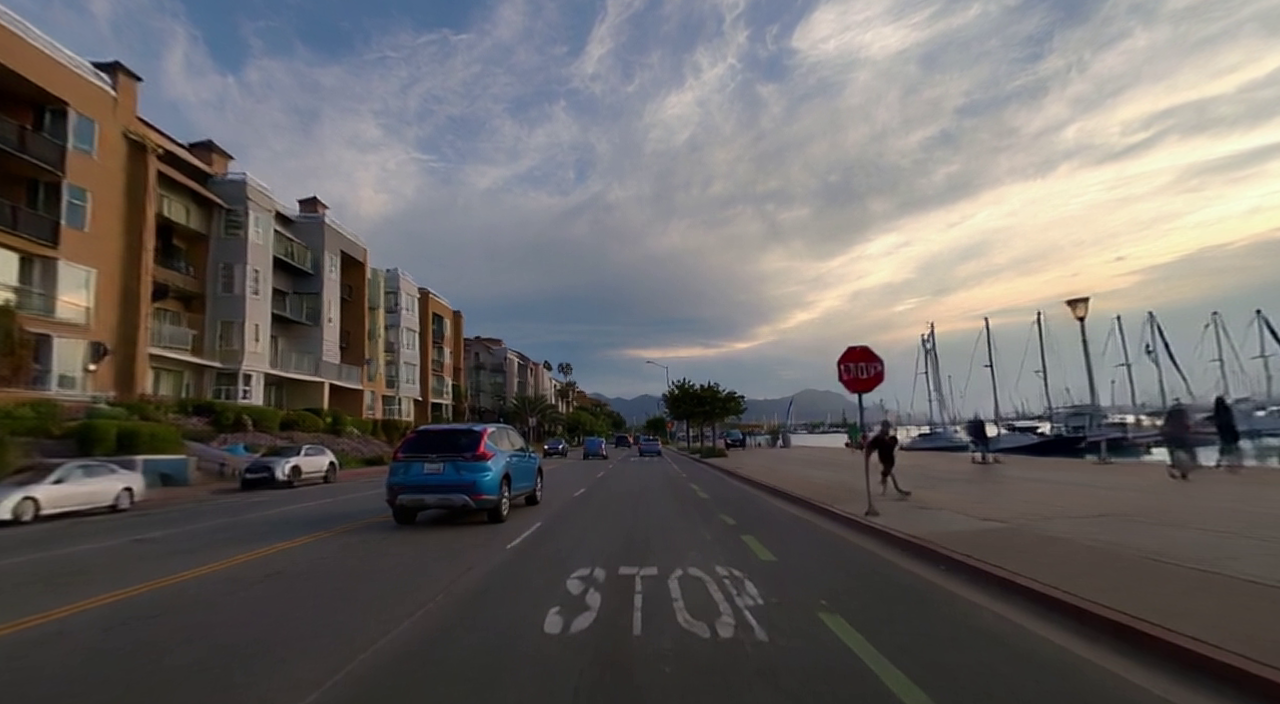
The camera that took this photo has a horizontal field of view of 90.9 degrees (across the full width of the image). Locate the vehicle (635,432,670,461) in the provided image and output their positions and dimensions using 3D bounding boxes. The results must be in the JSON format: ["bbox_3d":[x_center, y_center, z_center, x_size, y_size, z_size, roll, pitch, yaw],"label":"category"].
[{"bbox_3d":[0.751,5.769,38.711,2.057,1.624,3.726,-1,-8,1],"label":"vehicle"}]

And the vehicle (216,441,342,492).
[{"bbox_3d":[-13.530,4.289,24.021,2.117,1.703,4.373,-1,-8,2],"label":"vehicle"}]

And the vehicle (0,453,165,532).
[{"bbox_3d":[-13.635,3.128,14.467,1.871,1.463,4.555,-1,-8,0],"label":"vehicle"}]

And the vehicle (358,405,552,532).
[{"bbox_3d":[-3.036,2.030,11.615,2.082,1.817,4.724,-1,-8,1],"label":"vehicle"}]

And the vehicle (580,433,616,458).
[{"bbox_3d":[-2.881,6.508,44.005,2.056,1.680,4.205,-1,-8,2],"label":"vehicle"}]
